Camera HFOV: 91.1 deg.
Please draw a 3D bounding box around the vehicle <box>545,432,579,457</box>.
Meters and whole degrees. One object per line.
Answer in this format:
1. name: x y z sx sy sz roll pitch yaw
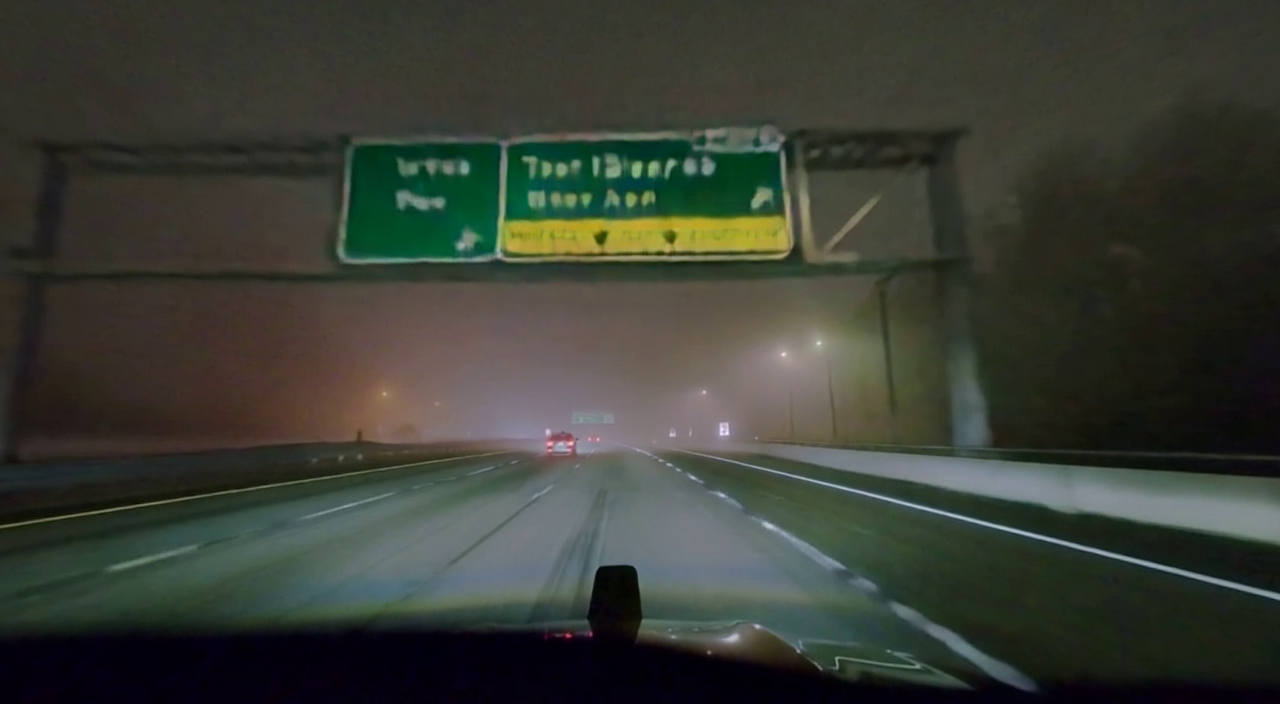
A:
1. vehicle: -5.143 6.147 41.845 1.878 1.548 3.966 0 -8 -1
